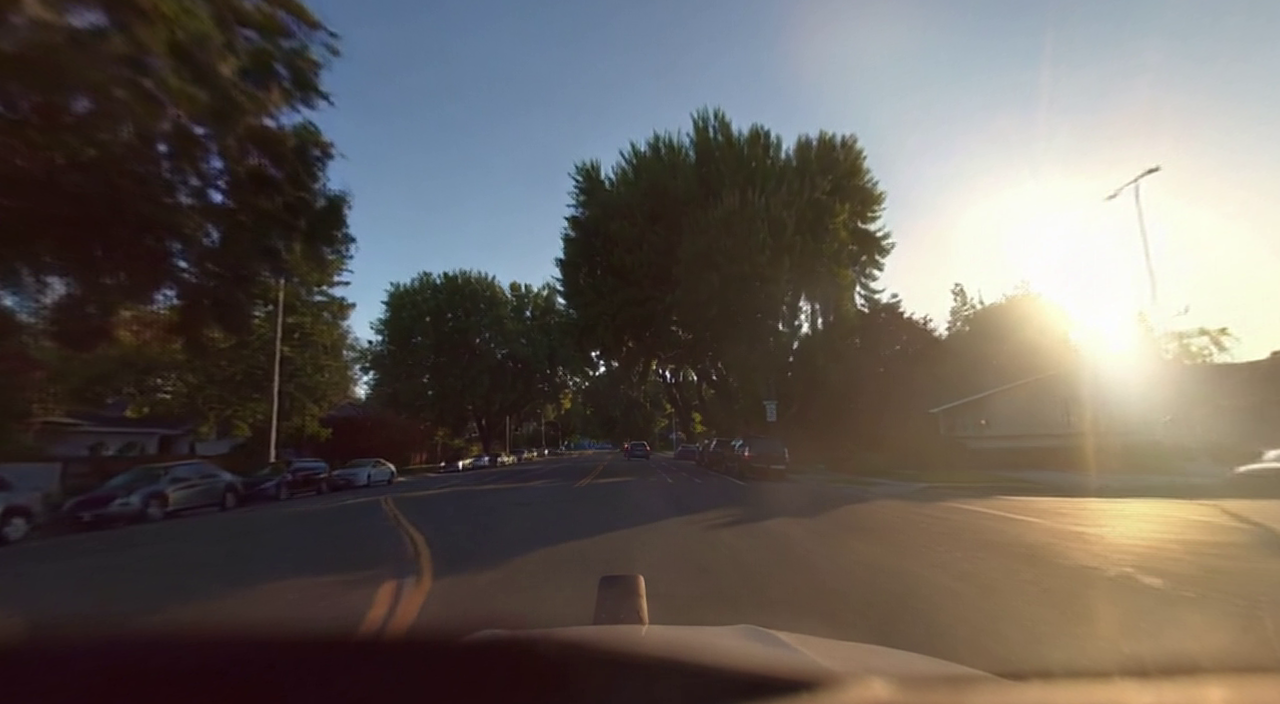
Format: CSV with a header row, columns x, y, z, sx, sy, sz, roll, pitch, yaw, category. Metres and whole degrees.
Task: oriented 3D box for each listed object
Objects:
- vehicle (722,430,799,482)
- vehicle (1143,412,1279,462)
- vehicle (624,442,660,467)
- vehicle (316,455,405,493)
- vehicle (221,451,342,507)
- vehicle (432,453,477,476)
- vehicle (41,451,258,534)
x,y,z,sx,sy,sz,roll,pitch,yaw,category
5.081,4.445,27.435,2.195,2.000,4.789,0,-8,-3,vehicle
23.531,3.499,25.788,1.990,1.816,4.755,0,-9,0,vehicle
0.070,6.277,38.804,2.022,1.471,3.973,0,-9,-2,vehicle
-12.646,5.518,28.937,1.835,1.488,4.696,0,-9,1,vehicle
-12.776,4.501,22.904,1.917,1.739,4.461,0,-9,-3,vehicle
-12.817,7.764,43.851,1.819,1.443,4.273,0,-9,0,vehicle
-12.640,3.568,16.862,1.904,1.805,5.100,0,-9,-4,vehicle
